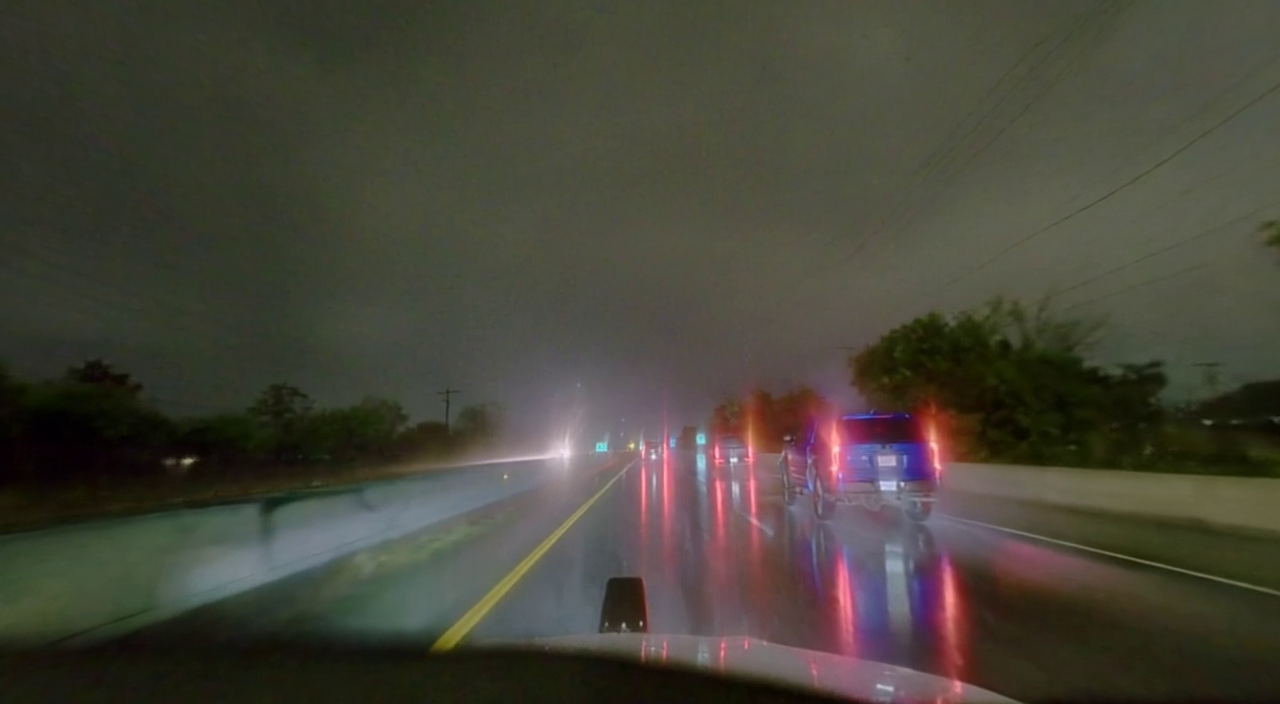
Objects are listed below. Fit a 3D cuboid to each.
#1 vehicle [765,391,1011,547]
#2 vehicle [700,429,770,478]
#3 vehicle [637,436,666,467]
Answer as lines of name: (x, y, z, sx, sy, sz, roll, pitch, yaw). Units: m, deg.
vehicle: (3.833, 1.937, 11.065, 2.145, 2.069, 5.057, 0, -8, -1)
vehicle: (4.519, 4.964, 31.086, 2.594, 2.155, 5.670, 0, -8, 0)
vehicle: (0.828, 7.596, 48.359, 2.099, 2.260, 4.899, 0, -8, 0)
